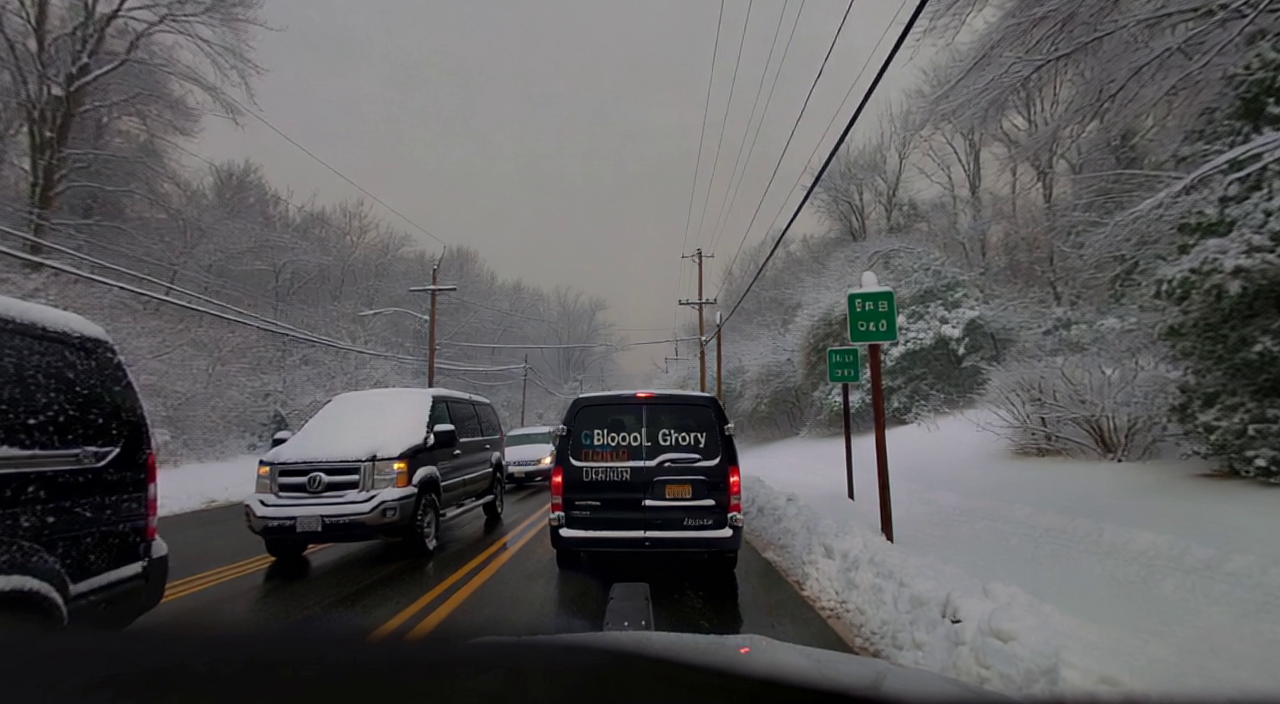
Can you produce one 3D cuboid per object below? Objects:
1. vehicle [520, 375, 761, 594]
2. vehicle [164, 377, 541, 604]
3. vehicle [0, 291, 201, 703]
[{"bbox_3d":[0.109,1.463,7.692,2.117,1.911,4.095,-1,-8,3],"label":"vehicle"},{"bbox_3d":[-2.757,1.484,7.635,2.109,1.851,4.749,-1,-8,3],"label":"vehicle"},{"bbox_3d":[-3.106,0.469,0.250,2.160,1.796,4.997,0,-8,1],"label":"vehicle"}]
